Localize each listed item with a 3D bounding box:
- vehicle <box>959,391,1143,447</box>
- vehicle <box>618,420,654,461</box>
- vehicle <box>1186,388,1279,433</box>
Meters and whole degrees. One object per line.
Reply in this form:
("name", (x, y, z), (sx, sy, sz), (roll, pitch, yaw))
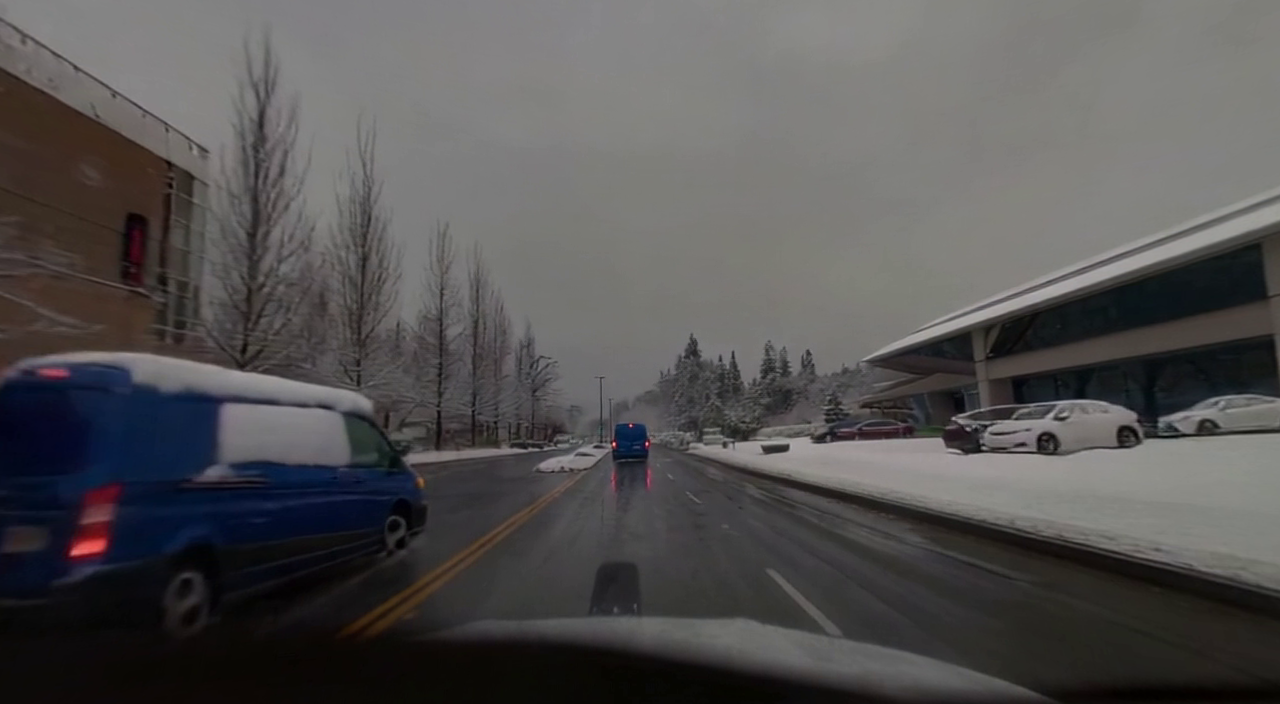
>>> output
("vehicle", (12.233, 2.052, 18.942), (4.184, 1.578, 1.976), (1, -8, -4))
("vehicle", (-0.314, 6.482, 46.241), (2.435, 2.816, 5.232), (0, -8, -1))
("vehicle", (23.083, 2.165, 23.621), (3.556, 1.469, 1.774), (-3, -8, -4))
